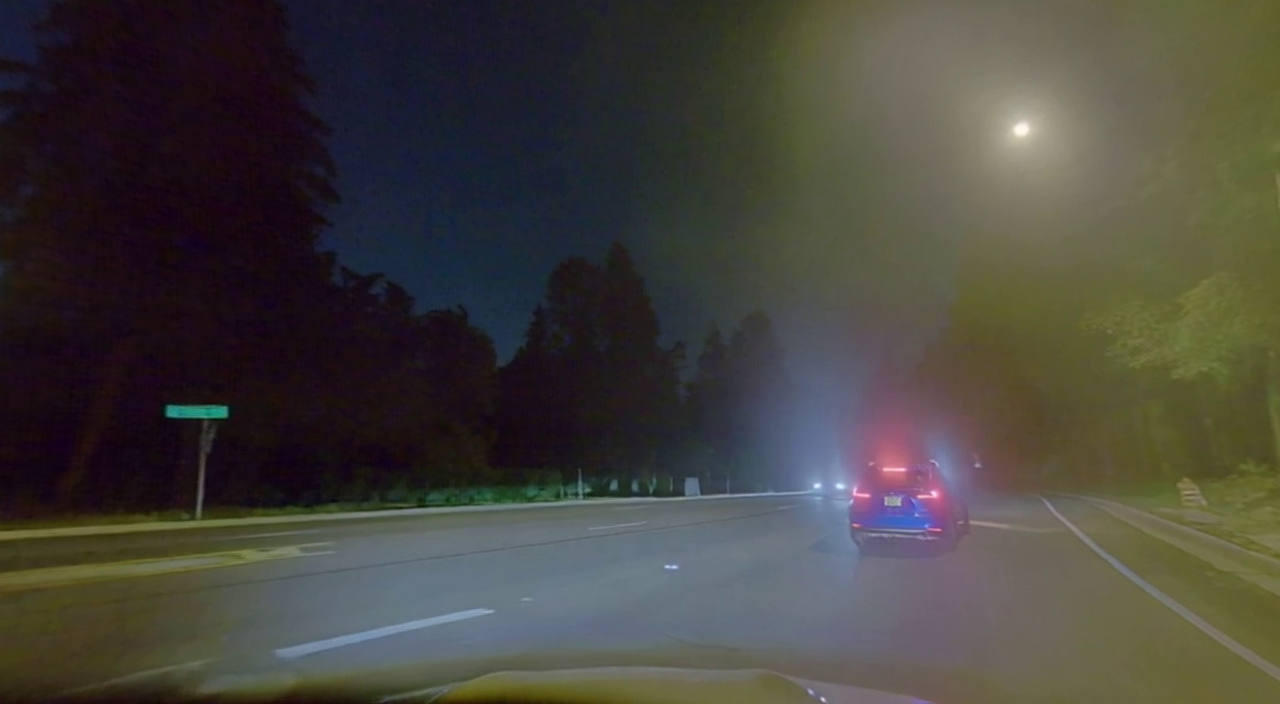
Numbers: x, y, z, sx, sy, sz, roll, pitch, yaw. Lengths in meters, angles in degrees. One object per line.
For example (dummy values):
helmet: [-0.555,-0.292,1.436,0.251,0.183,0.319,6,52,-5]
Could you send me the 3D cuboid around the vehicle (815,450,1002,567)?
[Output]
vehicle: [4.750,2.463,10.803,2.148,1.521,4.089,-6,-10,33]
